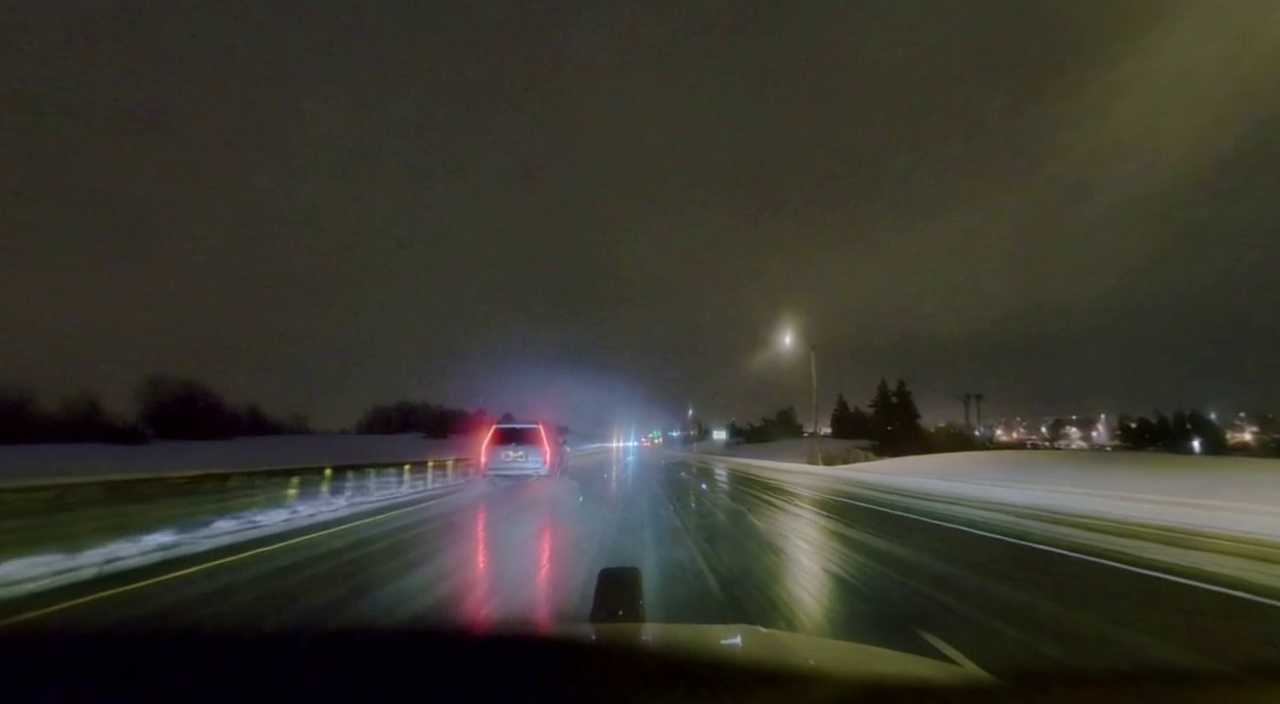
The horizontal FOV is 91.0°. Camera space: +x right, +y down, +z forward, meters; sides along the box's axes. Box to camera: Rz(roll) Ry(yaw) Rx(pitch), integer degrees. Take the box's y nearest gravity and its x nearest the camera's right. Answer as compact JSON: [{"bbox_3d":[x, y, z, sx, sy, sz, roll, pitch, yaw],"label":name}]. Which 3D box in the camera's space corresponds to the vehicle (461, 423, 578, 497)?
[{"bbox_3d":[-3.465,3.297,19.581,2.431,1.928,5.760,0,-9,1],"label":"vehicle"}]
